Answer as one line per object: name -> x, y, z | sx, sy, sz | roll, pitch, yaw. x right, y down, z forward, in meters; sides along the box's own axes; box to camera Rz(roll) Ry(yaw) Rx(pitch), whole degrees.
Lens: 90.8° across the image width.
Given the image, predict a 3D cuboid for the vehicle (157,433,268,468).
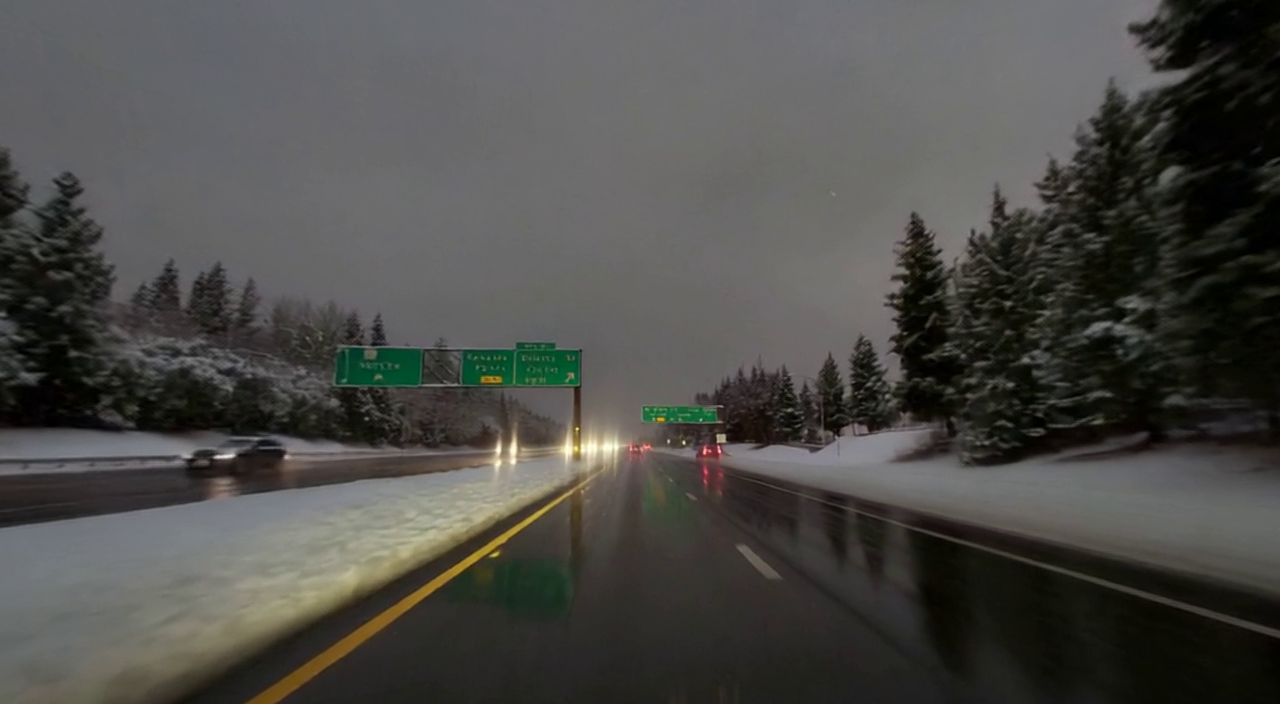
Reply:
vehicle -> -19.475, 4.535, 29.082 | 1.920, 1.478, 4.587 | 0, -9, 0
